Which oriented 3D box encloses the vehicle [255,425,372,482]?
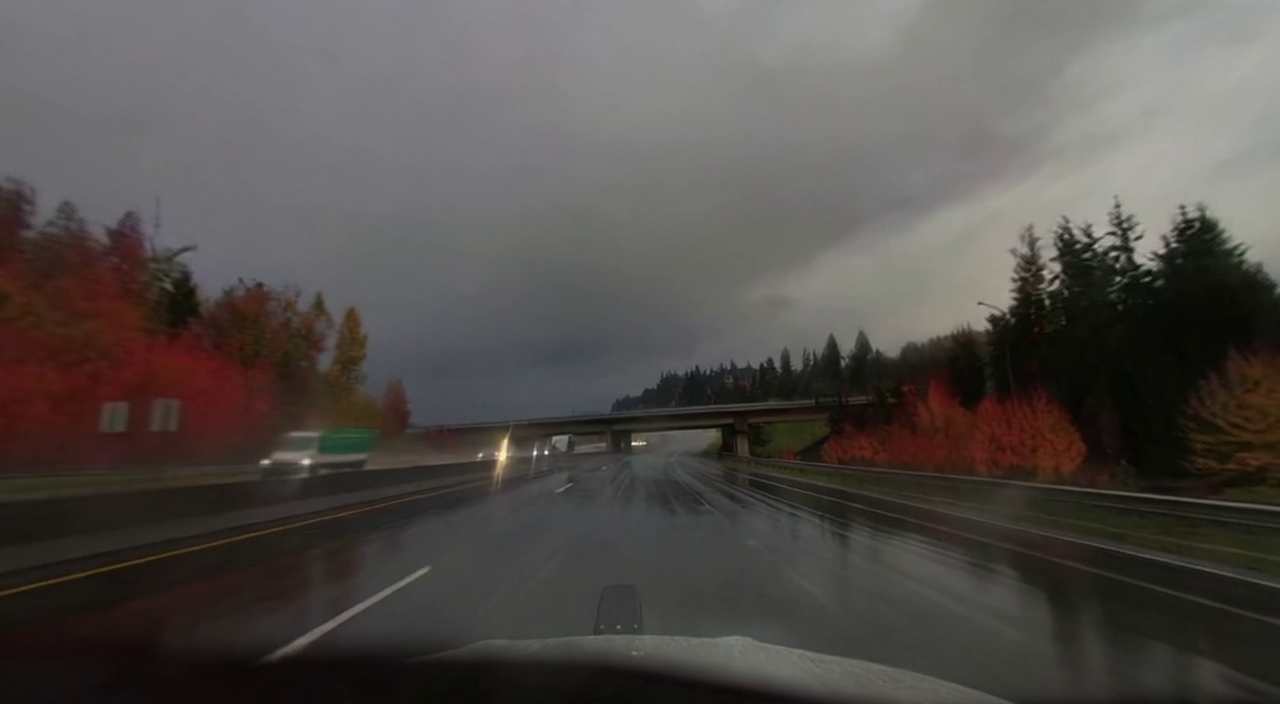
[{"bbox_3d":[-16.866,5.312,33.050,2.337,2.633,6.958,0,-9,1],"label":"vehicle"}]
